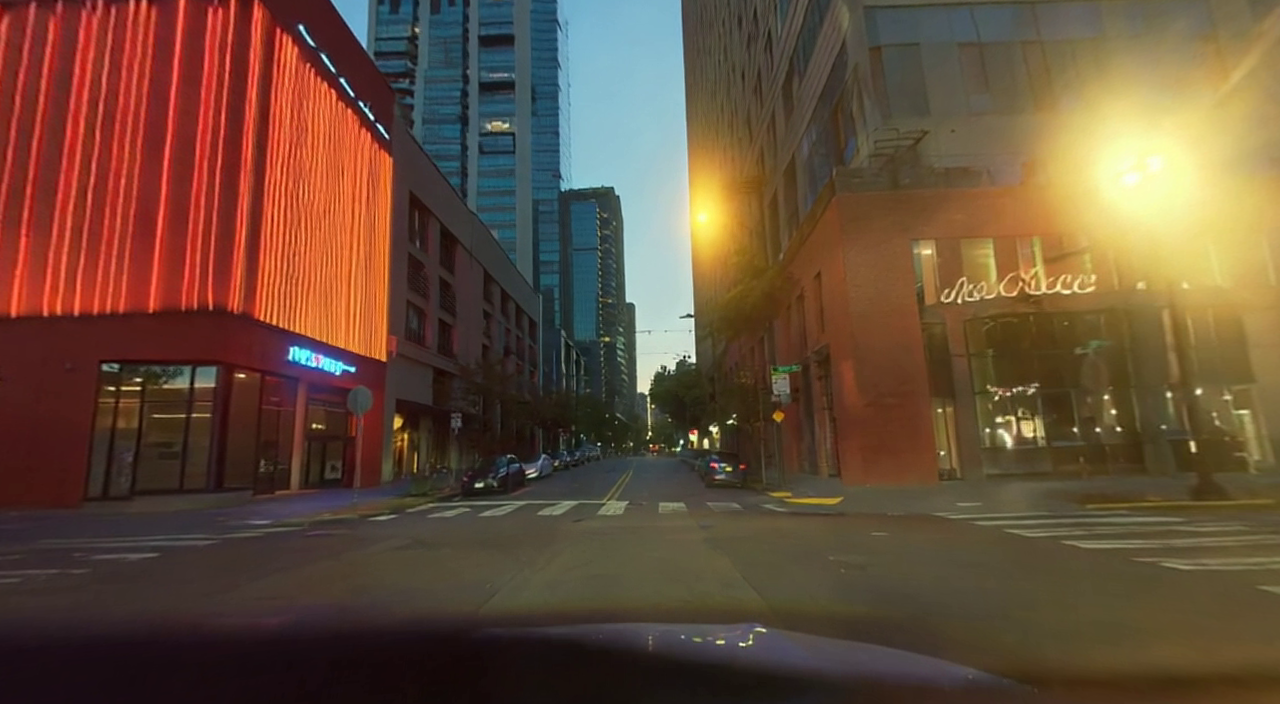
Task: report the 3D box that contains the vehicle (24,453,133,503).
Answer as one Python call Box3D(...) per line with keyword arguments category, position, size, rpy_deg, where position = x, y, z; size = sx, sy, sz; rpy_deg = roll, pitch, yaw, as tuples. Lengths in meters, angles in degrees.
Box3D(category="vehicle", position=(-27.969, 6.253, 31.652), size=(1.665, 1.432, 4.120), rpy_deg=(9, 0, -1))

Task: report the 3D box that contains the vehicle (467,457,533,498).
Box3D(category="vehicle", position=(-5.527, 4.980, 25.397), size=(1.864, 1.447, 3.887), rpy_deg=(0, -8, -2))

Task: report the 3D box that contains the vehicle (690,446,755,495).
Box3D(category="vehicle", position=(3.039, 4.449, 24.191), size=(1.917, 1.680, 4.500), rpy_deg=(0, -8, 0))
